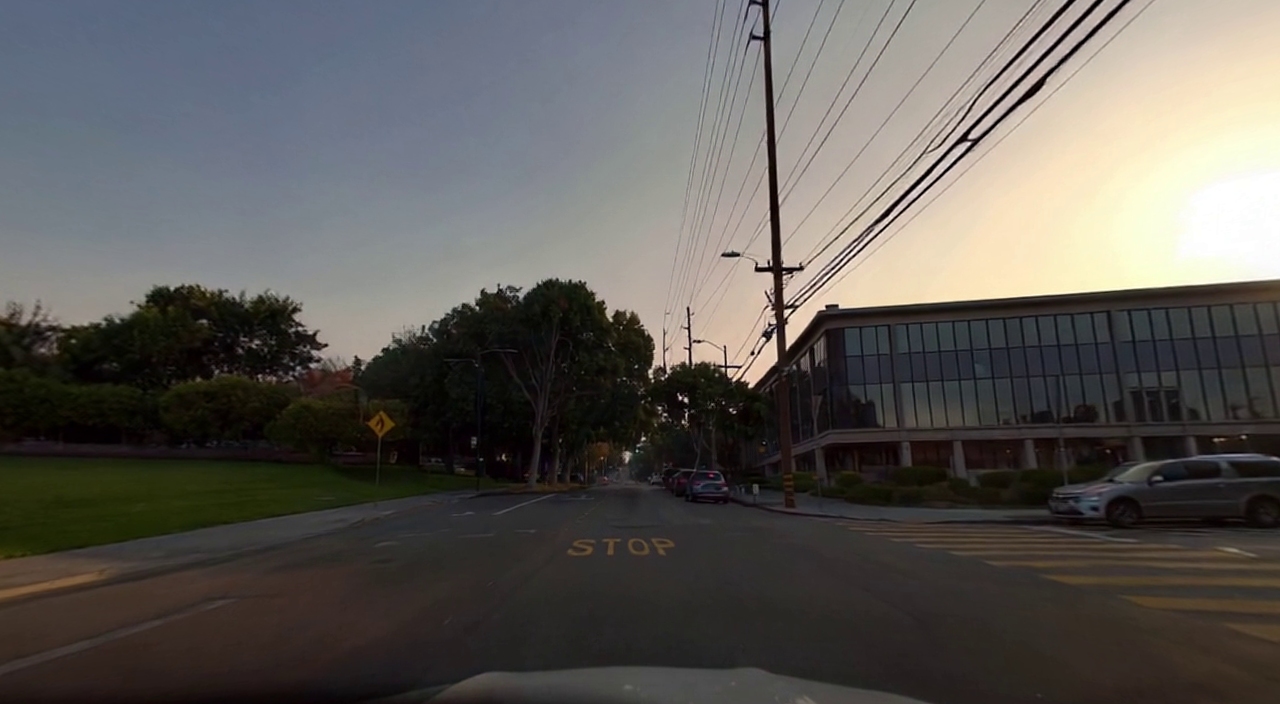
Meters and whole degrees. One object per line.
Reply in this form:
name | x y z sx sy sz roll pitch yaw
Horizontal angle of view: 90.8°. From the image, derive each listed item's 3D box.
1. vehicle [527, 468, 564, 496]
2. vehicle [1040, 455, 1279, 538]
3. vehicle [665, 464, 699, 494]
vehicle | -6.607 9.168 44.645 1.913 1.682 4.365 0 -8 0
vehicle | 11.464 2.943 13.208 4.771 1.492 2.107 0 -8 -2
vehicle | 2.878 8.797 44.097 1.953 1.774 5.008 0 -8 -1
